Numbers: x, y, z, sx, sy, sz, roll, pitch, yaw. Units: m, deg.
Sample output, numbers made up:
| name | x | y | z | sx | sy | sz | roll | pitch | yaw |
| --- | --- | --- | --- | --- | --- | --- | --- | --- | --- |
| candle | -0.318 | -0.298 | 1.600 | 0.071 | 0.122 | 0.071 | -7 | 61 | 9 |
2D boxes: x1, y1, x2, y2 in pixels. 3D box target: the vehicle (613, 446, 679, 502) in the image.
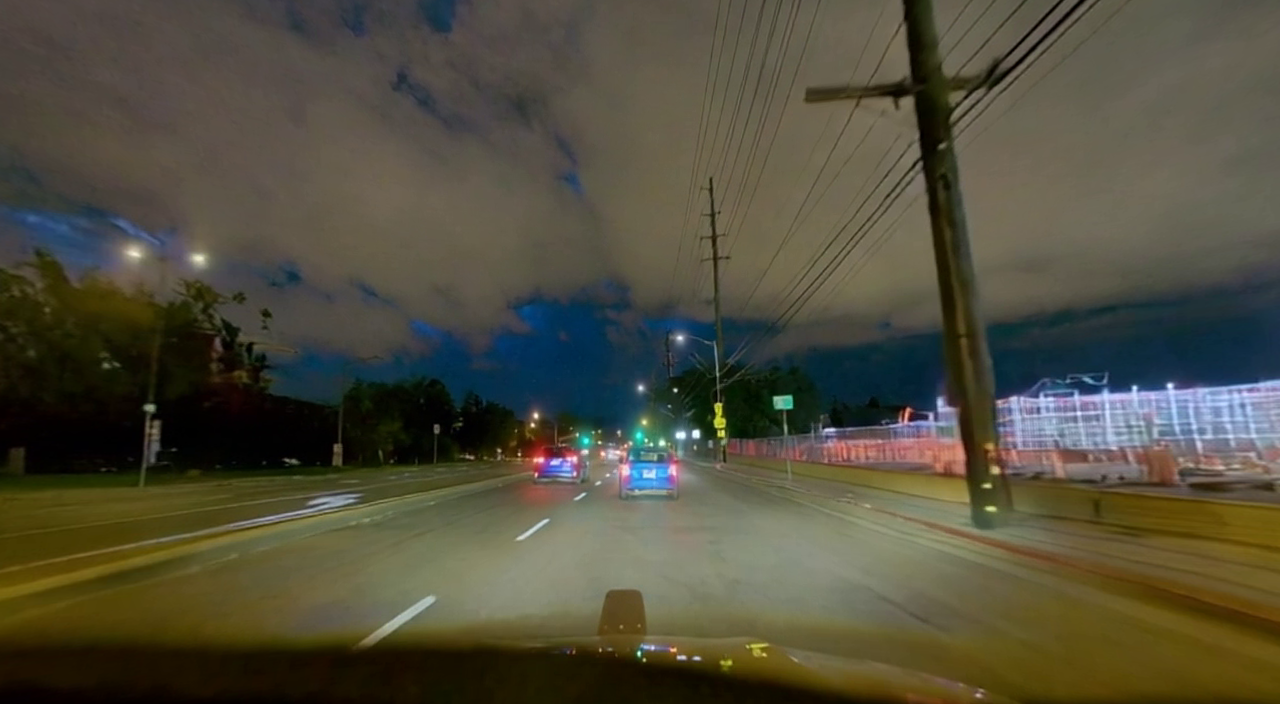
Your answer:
| name | x | y | z | sx | sy | sz | roll | pitch | yaw |
| --- | --- | --- | --- | --- | --- | --- | --- | --- | --- |
| vehicle | 0.181 | 4.106 | 21.565 | 2.059 | 1.691 | 3.980 | 0 | -8 | 0 |

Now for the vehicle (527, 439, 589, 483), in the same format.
| name | x | y | z | sx | sy | sz | roll | pitch | yaw |
| --- | --- | --- | --- | --- | --- | --- | --- | --- | --- |
| vehicle | -3.558 | 4.841 | 28.180 | 2.078 | 1.804 | 4.387 | -1 | -8 | 2 |
